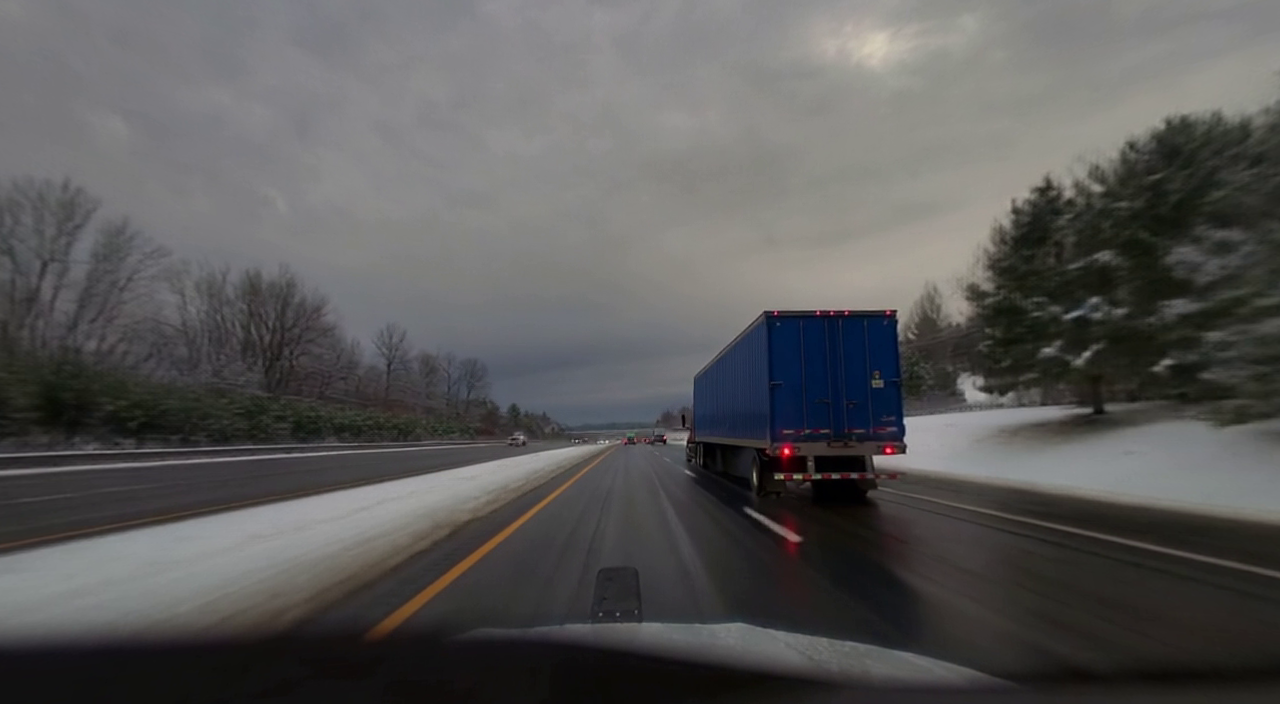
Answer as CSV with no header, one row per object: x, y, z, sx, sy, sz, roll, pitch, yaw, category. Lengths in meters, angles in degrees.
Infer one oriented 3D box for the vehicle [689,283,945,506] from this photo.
4.023,1.917,20.563,3.203,4.273,17.131,0,-8,-1,vehicle
